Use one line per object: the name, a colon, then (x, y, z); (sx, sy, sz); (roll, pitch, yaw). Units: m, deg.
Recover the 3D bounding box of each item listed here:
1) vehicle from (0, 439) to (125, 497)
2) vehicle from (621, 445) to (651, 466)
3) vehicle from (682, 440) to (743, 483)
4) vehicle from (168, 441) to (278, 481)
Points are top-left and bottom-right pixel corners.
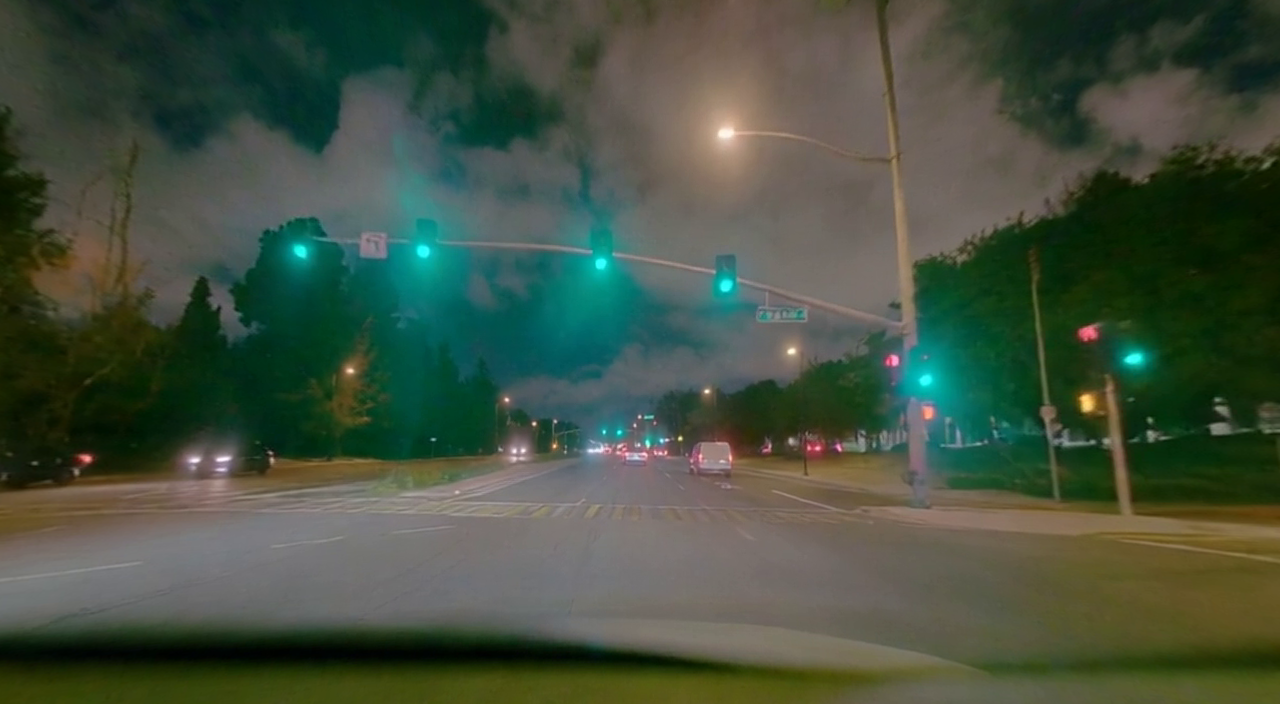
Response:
vehicle: (-22.901, 4.277, 23.473); (2.598, 1.924, 5.802); (-1, -9, 0)
vehicle: (-0.308, 7.459, 45.742); (2.039, 1.455, 3.826); (1, -8, -1)
vehicle: (3.177, 4.903, 28.615); (2.181, 1.781, 4.257); (1, -8, -1)
vehicle: (-19.273, 5.028, 29.471); (2.048, 1.686, 4.427); (0, -9, 0)
